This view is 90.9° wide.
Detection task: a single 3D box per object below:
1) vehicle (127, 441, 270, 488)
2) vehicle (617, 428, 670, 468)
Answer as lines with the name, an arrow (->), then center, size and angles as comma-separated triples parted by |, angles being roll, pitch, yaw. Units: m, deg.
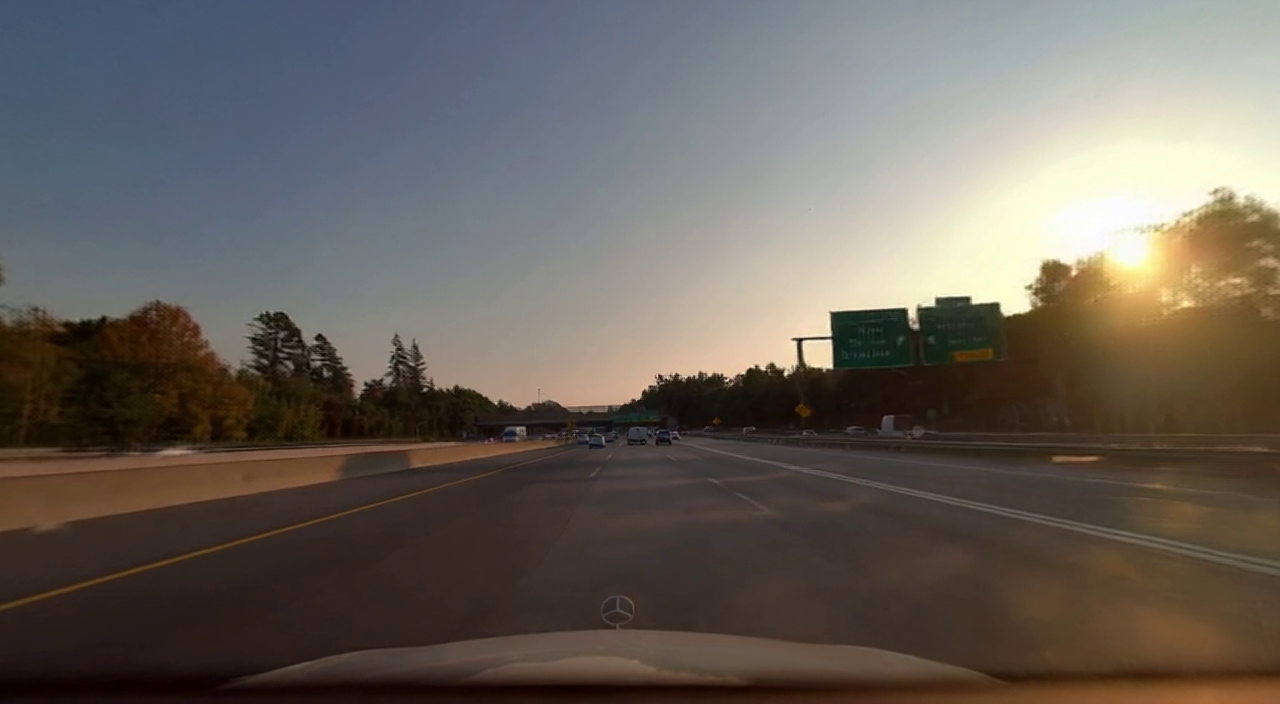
vehicle -> -15.462, 3.915, 22.455 | 1.904, 1.480, 4.520 | 0, -8, -1
vehicle -> 0.072, 4.037, 26.611 | 2.086, 1.554, 3.875 | 0, -8, -2
